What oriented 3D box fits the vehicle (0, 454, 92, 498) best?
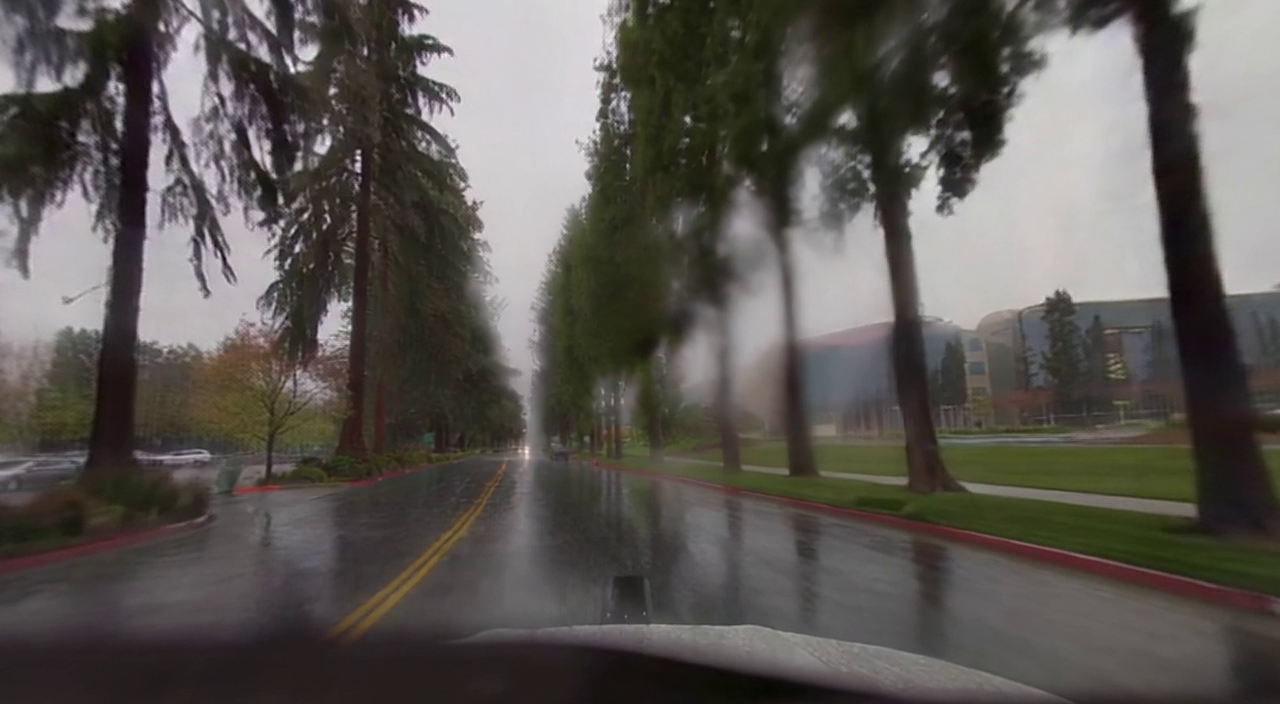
[{"bbox_3d":[-26.432,5.272,27.197,1.929,1.650,4.638,1,-9,-9],"label":"vehicle"}]
